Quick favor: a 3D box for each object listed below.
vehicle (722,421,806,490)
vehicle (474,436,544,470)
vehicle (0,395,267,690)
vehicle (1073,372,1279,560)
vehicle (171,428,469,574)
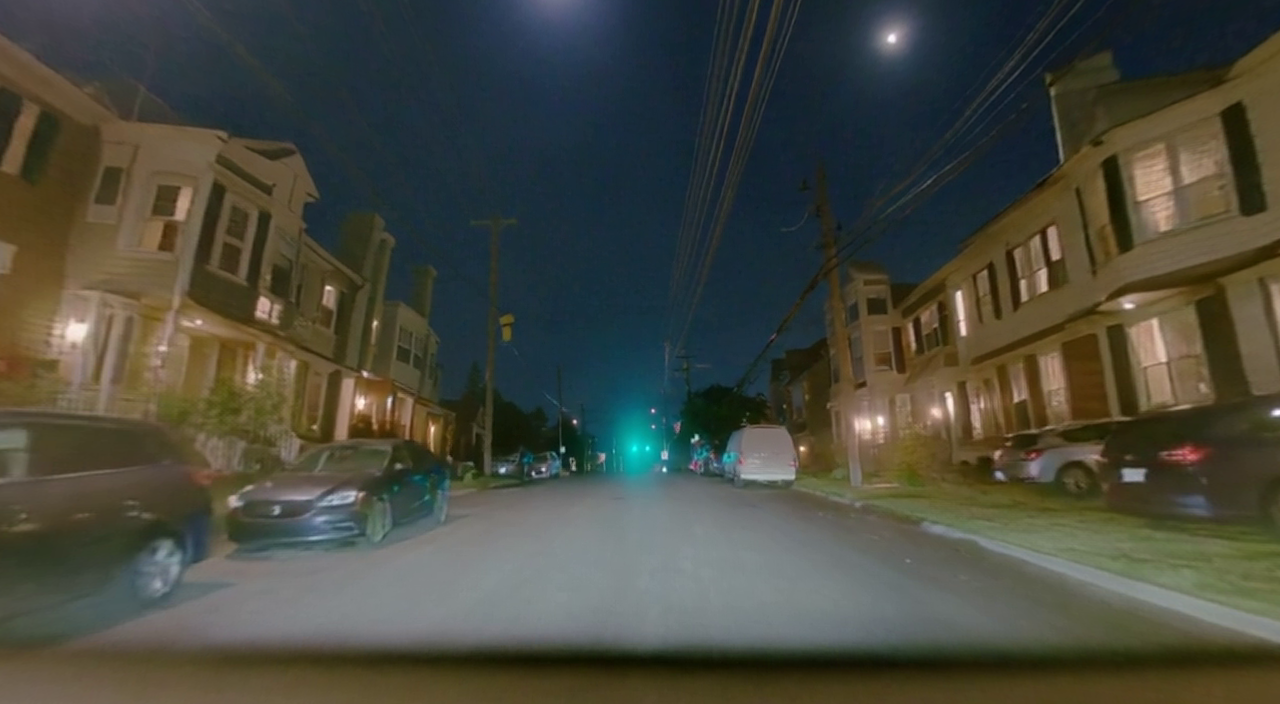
[{"bbox_3d":[4.340,3.670,22.874,2.343,2.229,4.199,0,-8,3],"label":"vehicle"},{"bbox_3d":[-7.908,6.112,38.384,3.684,1.628,1.792,4,-5,3],"label":"vehicle"},{"bbox_3d":[-4.636,1.106,4.033,1.967,1.656,3.924,3,-6,1],"label":"vehicle"},{"bbox_3d":[8.681,1.030,7.273,5.615,1.787,2.014,-7,-10,3],"label":"vehicle"},{"bbox_3d":[-4.118,1.900,9.201,1.960,1.507,4.542,-1,-6,0],"label":"vehicle"}]
